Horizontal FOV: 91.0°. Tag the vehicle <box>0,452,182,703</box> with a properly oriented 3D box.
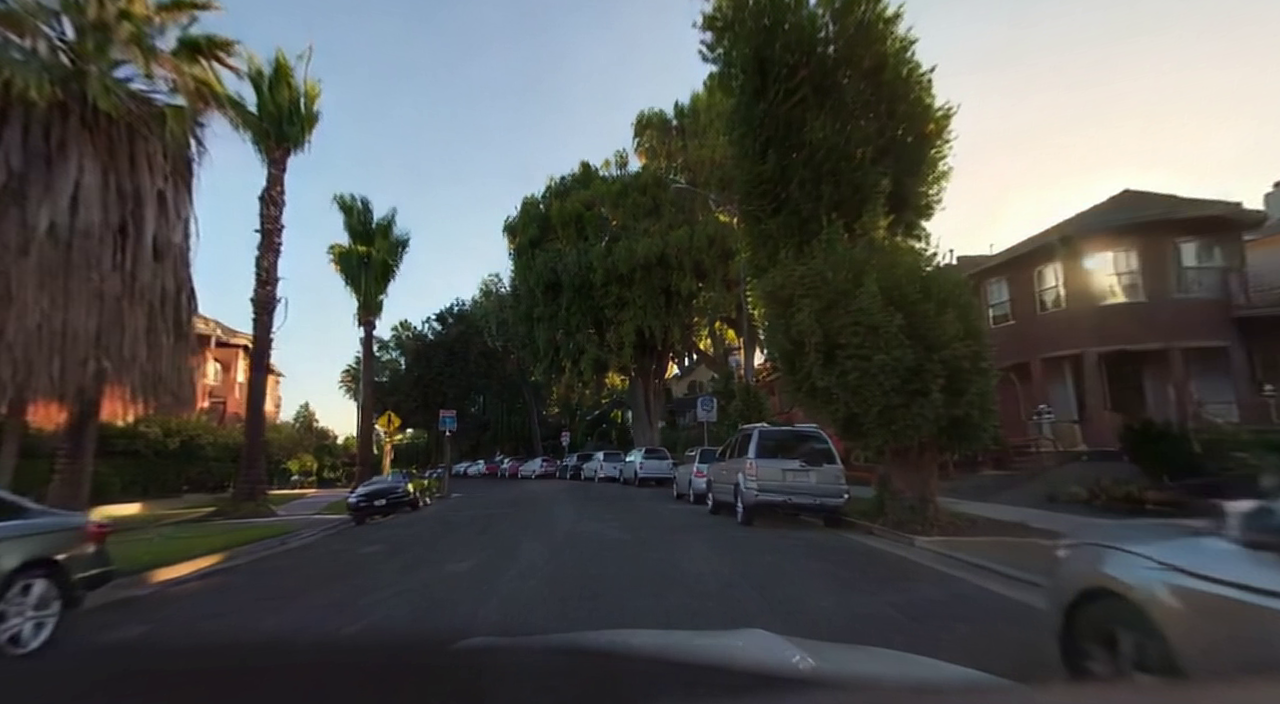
[{"bbox_3d":[-4.841,1.238,2.909,1.908,1.482,4.612,0,-8,1],"label":"vehicle"}]

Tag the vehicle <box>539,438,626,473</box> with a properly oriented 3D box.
[{"bbox_3d":[-3.942,7.101,43.381,5.510,2.121,2.129,0,-9,14],"label":"vehicle"}]

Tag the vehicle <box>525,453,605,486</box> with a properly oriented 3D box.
[{"bbox_3d":[-3.932,5.939,32.193,2.108,1.503,4.977,5,-10,-31],"label":"vehicle"}]

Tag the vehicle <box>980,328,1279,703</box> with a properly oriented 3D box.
[{"bbox_3d":[2.681,0.656,0.852,2.076,1.658,4.604,0,-9,4],"label":"vehicle"}]

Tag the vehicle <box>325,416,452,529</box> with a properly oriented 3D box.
[{"bbox_3d":[-6.704,3.239,17.541,2.337,2.289,6.092,-6,-8,-15],"label":"vehicle"}]

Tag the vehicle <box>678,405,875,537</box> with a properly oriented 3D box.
[{"bbox_3d":[2.266,2.181,12.169,2.139,1.997,4.864,1,-9,-7],"label":"vehicle"}]

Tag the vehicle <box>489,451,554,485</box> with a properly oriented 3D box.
[{"bbox_3d":[-6.980,6.684,36.681,1.918,1.753,4.655,6,-10,-35],"label":"vehicle"}]
